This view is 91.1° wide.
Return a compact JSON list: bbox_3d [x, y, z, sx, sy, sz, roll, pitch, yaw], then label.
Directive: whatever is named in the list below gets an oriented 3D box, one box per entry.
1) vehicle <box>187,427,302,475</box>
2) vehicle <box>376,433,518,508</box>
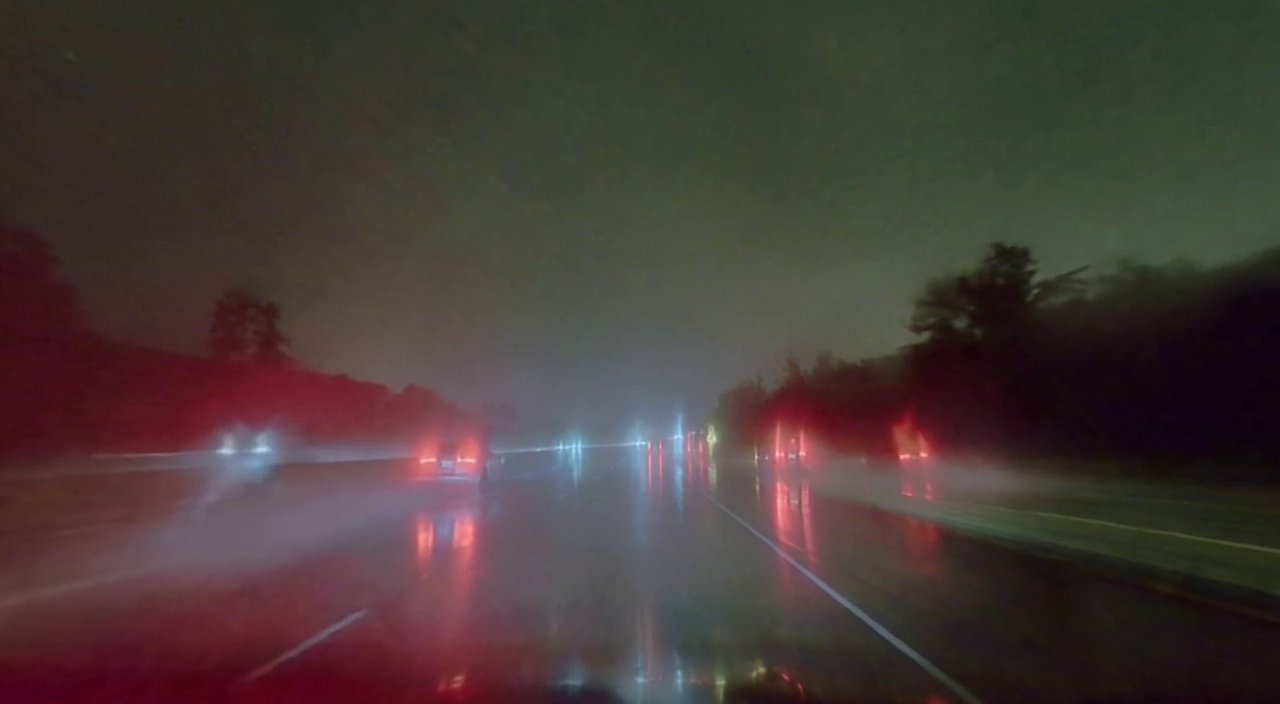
[{"bbox_3d":[-22.936,5.806,36.917,2.243,2.568,6.614,-1,-9,1],"label":"vehicle"},{"bbox_3d":[-4.487,2.841,15.478,1.961,1.540,4.487,-1,-9,2],"label":"vehicle"}]
